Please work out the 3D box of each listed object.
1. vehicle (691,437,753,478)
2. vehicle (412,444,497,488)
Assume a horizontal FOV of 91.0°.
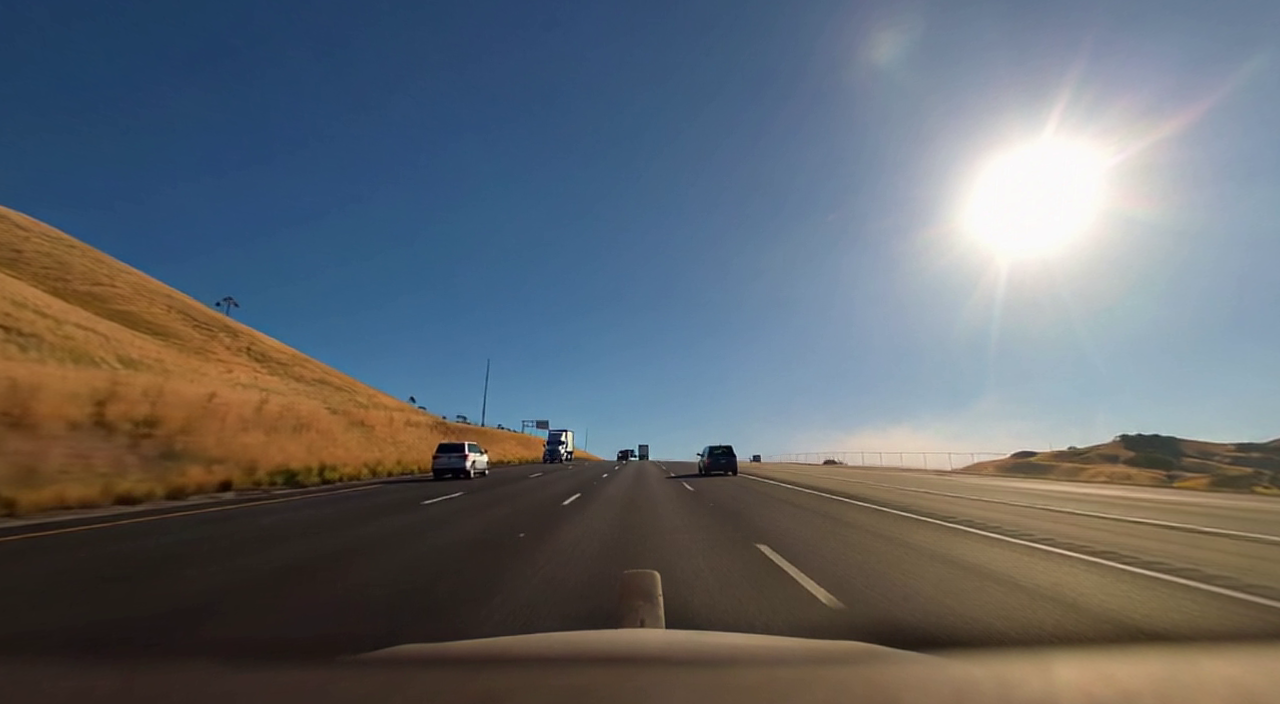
[{"bbox_3d":[3.781,5.003,29.981,2.231,1.789,4.700,0,-9,-1],"label":"vehicle"},{"bbox_3d":[-7.296,4.516,25.296,1.935,1.550,4.883,0,-9,0],"label":"vehicle"}]
